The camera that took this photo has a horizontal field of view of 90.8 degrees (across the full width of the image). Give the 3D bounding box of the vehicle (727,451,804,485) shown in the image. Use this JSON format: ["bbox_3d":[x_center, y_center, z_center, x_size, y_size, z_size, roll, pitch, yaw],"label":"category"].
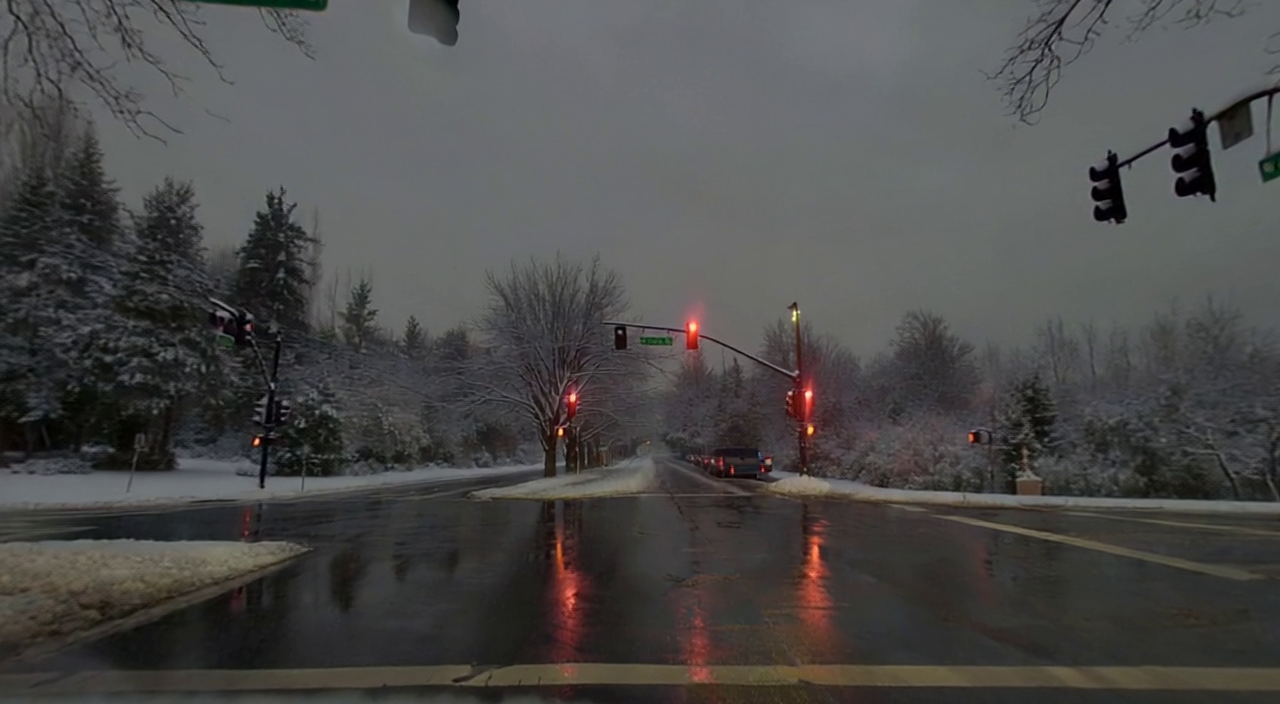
[{"bbox_3d":[8.826,8.247,45.446,2.771,2.214,7.159,2,-9,-12],"label":"vehicle"}]
